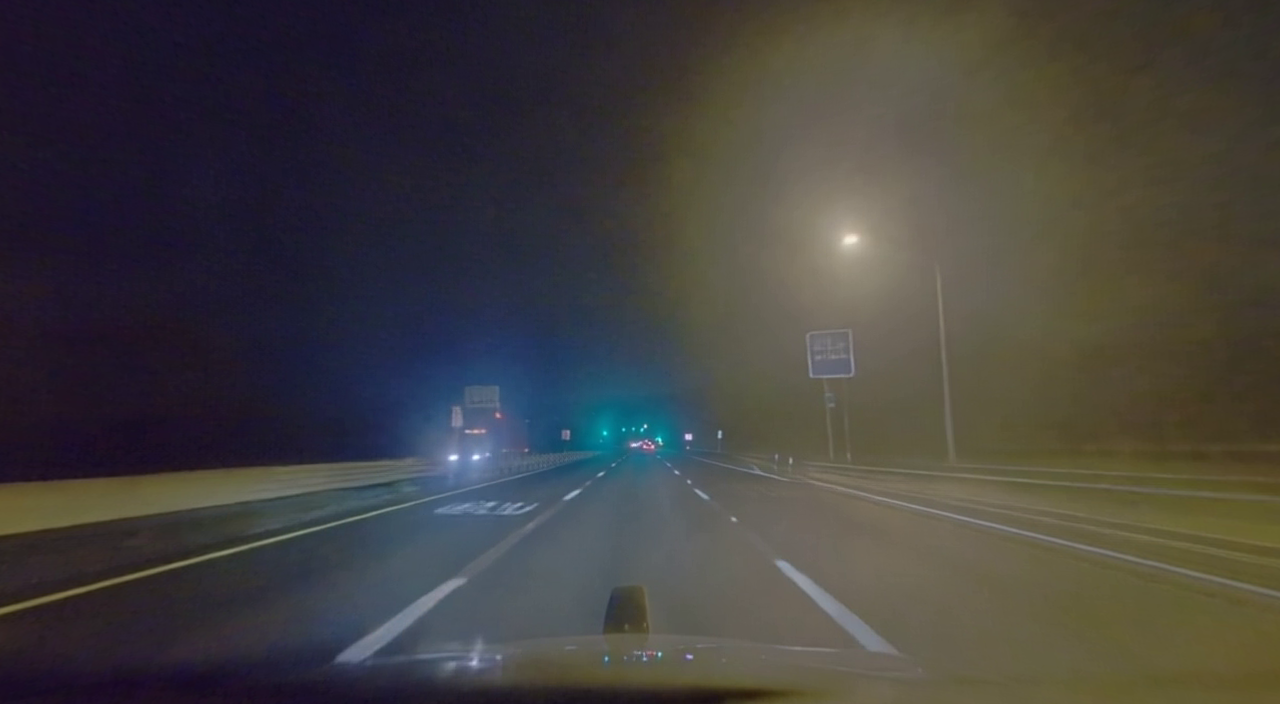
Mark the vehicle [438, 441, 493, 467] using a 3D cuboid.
[{"bbox_3d":[-11.013,6.463,40.007,1.973,1.558,4.718,0,-8,2],"label":"vehicle"}]
